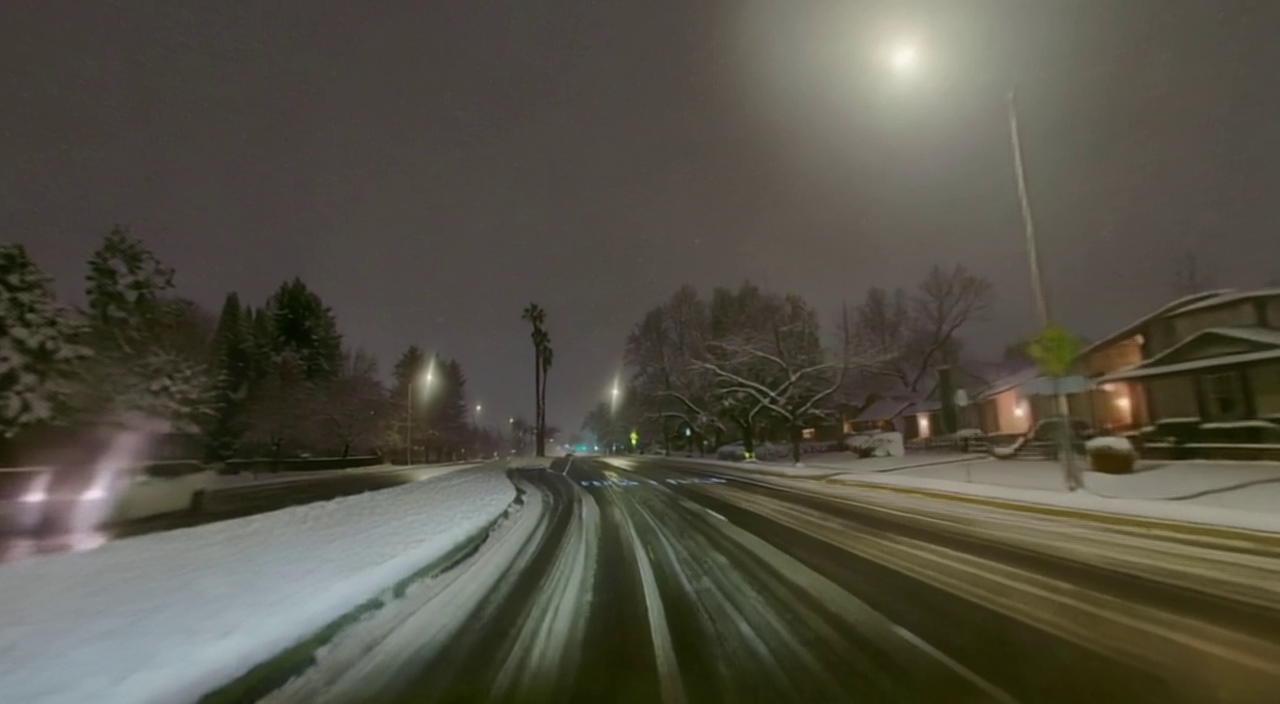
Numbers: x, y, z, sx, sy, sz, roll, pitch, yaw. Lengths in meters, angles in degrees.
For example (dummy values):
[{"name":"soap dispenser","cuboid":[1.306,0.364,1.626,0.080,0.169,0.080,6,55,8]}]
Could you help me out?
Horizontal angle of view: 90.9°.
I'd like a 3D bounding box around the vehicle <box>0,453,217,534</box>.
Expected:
[{"name":"vehicle","cuboid":[-12.322,3.136,14.644,1.965,1.492,4.498,0,-8,-2]}]
